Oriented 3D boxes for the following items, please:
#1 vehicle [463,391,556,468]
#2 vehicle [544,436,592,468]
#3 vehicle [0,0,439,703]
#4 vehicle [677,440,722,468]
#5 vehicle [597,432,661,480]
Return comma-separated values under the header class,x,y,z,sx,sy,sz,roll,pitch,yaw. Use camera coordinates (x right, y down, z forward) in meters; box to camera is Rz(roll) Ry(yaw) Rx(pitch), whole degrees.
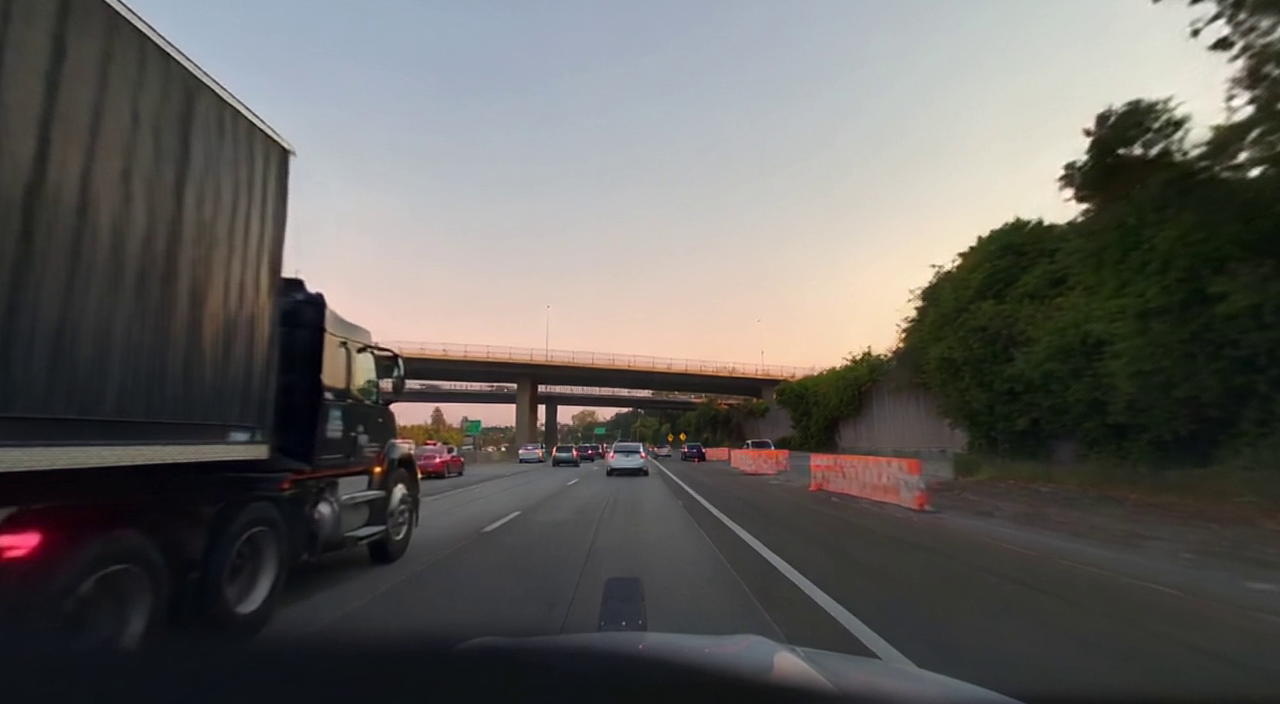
class,x,y,z,sx,sy,sz,roll,pitch,yaw
vehicle,-7.364,4.688,37.469,2.959,3.886,10.574,-1,-8,2
vehicle,-4.009,5.645,35.765,2.124,1.639,4.344,0,-8,1
vehicle,-3.780,-0.082,1.294,3.075,3.276,11.073,0,-8,0
vehicle,3.217,5.575,34.708,2.003,1.465,4.092,0,-8,-1
vehicle,-0.400,3.977,24.391,2.270,1.696,4.061,0,-8,0
